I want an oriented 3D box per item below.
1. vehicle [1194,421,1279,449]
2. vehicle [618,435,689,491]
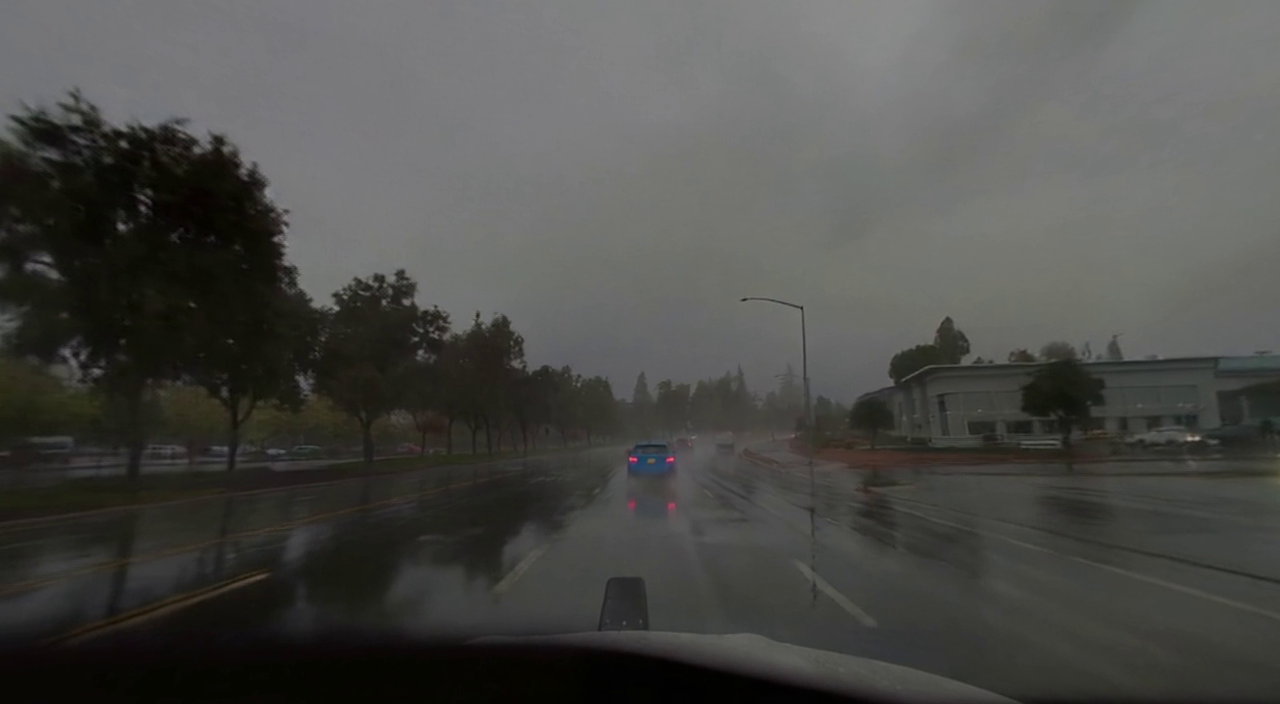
[{"bbox_3d":[44.156,6.145,46.563,4.459,1.710,2.018,-4,-8,1],"label":"vehicle"},{"bbox_3d":[0.395,3.411,19.681,2.010,1.535,3.735,0,-8,1],"label":"vehicle"}]
